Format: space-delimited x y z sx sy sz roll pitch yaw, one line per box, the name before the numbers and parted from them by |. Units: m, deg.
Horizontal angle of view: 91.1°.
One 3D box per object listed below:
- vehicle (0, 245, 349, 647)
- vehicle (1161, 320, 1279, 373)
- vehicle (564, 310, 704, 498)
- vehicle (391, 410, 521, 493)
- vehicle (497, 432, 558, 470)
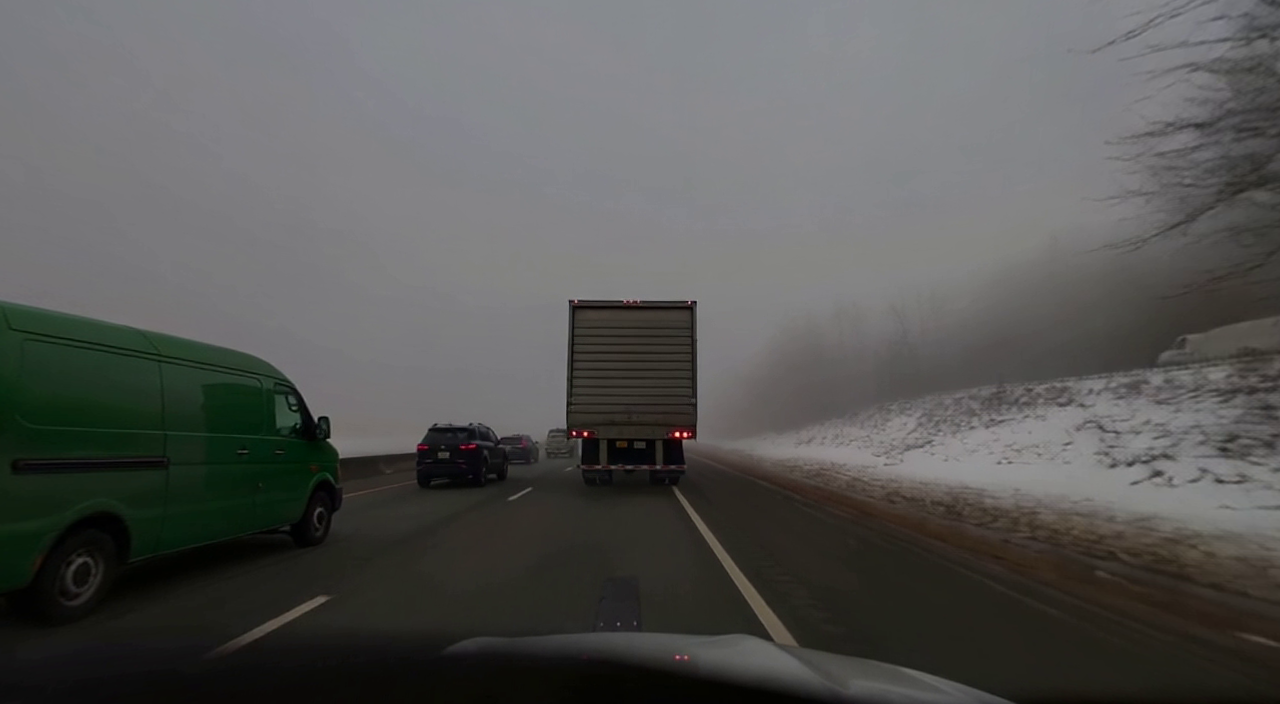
vehicle | -5.278 0.847 5.856 2.478 2.515 5.438 0 -8 0
vehicle | 26.698 -0.147 28.847 2.034 1.625 4.809 5 -7 8
vehicle | -0.106 1.749 18.544 2.953 4.041 10.072 0 -8 0
vehicle | -4.932 2.751 17.760 2.168 1.985 4.952 0 -8 0
vehicle | -4.901 4.371 28.041 1.931 1.539 4.441 0 -8 0
